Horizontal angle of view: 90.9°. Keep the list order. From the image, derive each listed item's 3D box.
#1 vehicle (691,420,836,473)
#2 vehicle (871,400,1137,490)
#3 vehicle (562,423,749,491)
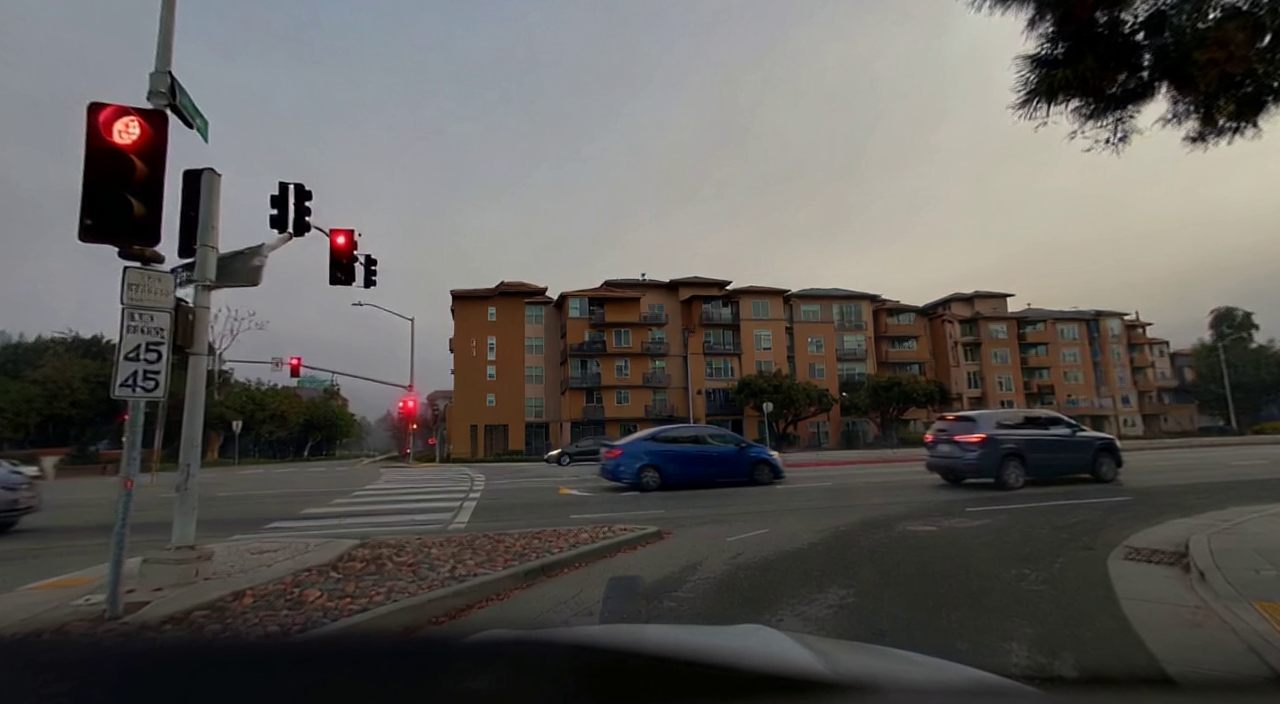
[{"bbox_3d":[4.208,3.256,21.746,4.503,1.689,1.879,2,-9,-16],"label":"vehicle"},{"bbox_3d":[8.798,2.249,15.400,5.554,1.911,2.225,2,-9,-15],"label":"vehicle"},{"bbox_3d":[0.377,2.826,17.242,4.719,1.671,1.985,2,-9,-16],"label":"vehicle"}]
